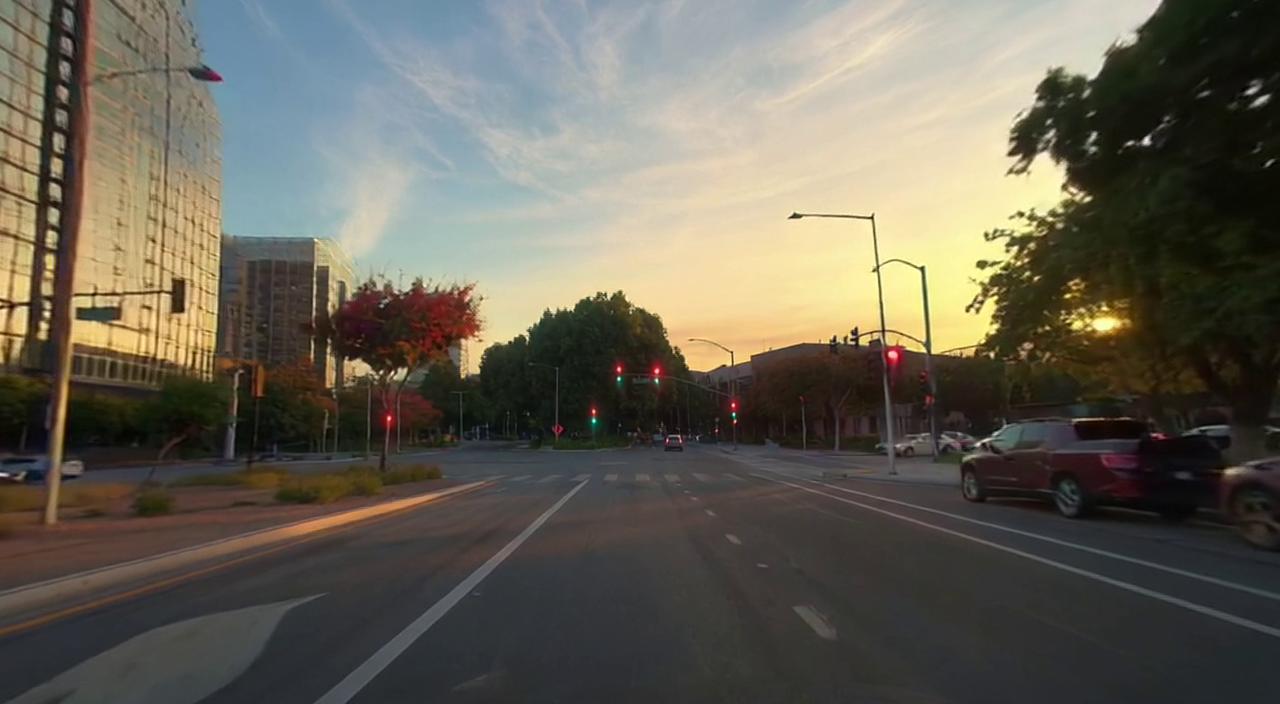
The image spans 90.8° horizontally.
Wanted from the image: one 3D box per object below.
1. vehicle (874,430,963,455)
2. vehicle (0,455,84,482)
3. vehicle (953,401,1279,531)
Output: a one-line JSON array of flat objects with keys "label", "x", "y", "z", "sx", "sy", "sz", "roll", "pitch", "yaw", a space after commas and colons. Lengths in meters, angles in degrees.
[{"label": "vehicle", "x": 18.099, "y": 5.905, "z": 41.195, "sx": 4.916, "sy": 1.504, "sz": 1.846, "roll": 0, "pitch": -9, "yaw": -1}, {"label": "vehicle", "x": -35.384, "y": 6.685, "z": 36.457, "sx": 4.721, "sy": 1.464, "sz": 1.868, "roll": 0, "pitch": -9, "yaw": -2}, {"label": "vehicle", "x": 8.078, "y": 1.982, "z": 11.499, "sx": 2.100, "sy": 1.828, "sz": 4.879, "roll": 0, "pitch": -9, "yaw": -2}]
